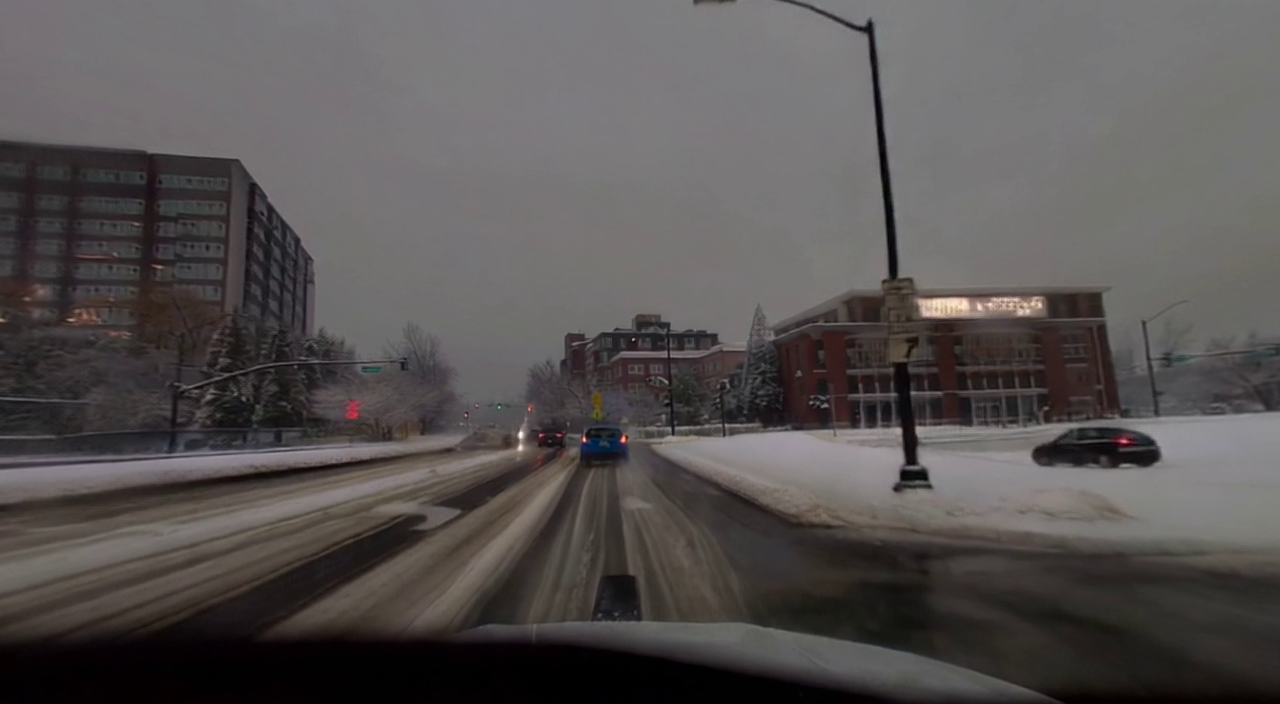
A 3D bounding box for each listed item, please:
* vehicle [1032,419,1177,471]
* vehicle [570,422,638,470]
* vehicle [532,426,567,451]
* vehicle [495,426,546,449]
[{"bbox_3d":[19.225,3.994,26.444,1.932,1.762,4.835,0,-13,-7],"label":"vehicle"},{"bbox_3d":[-1.275,3.398,23.030,2.231,1.572,4.227,0,-8,-2],"label":"vehicle"},{"bbox_3d":[-5.719,5.506,40.112,2.023,1.485,3.721,0,-8,-6],"label":"vehicle"},{"bbox_3d":[-9.219,6.657,49.056,1.994,1.717,4.380,-3,-8,18],"label":"vehicle"}]
